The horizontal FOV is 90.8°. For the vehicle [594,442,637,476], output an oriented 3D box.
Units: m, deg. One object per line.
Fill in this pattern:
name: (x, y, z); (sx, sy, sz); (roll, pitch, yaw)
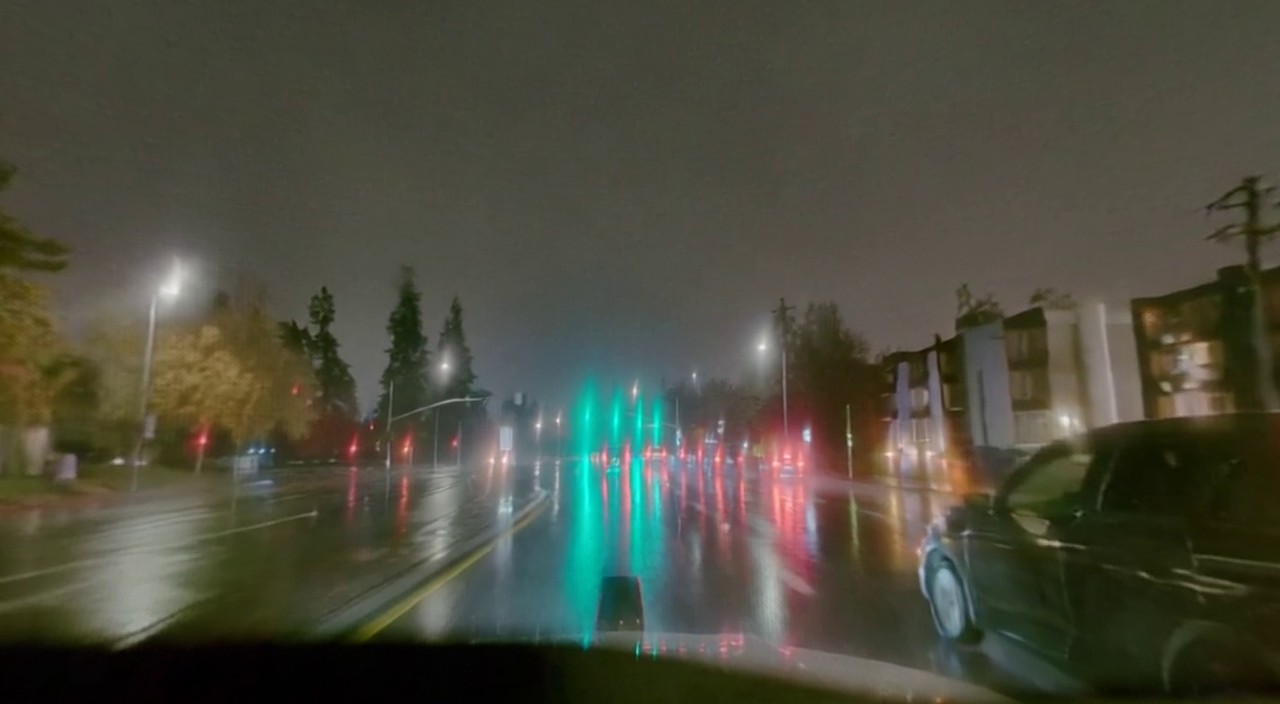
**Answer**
vehicle: (-1.372, 5.663, 33.612); (2.101, 1.641, 4.341); (0, -9, -4)

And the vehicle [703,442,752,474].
vehicle: (5.491, 6.738, 40.367); (2.052, 1.886, 5.297); (0, -9, -4)

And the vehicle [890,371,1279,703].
vehicle: (3.468, 1.112, 3.827); (1.893, 1.664, 4.670); (0, -9, -1)
